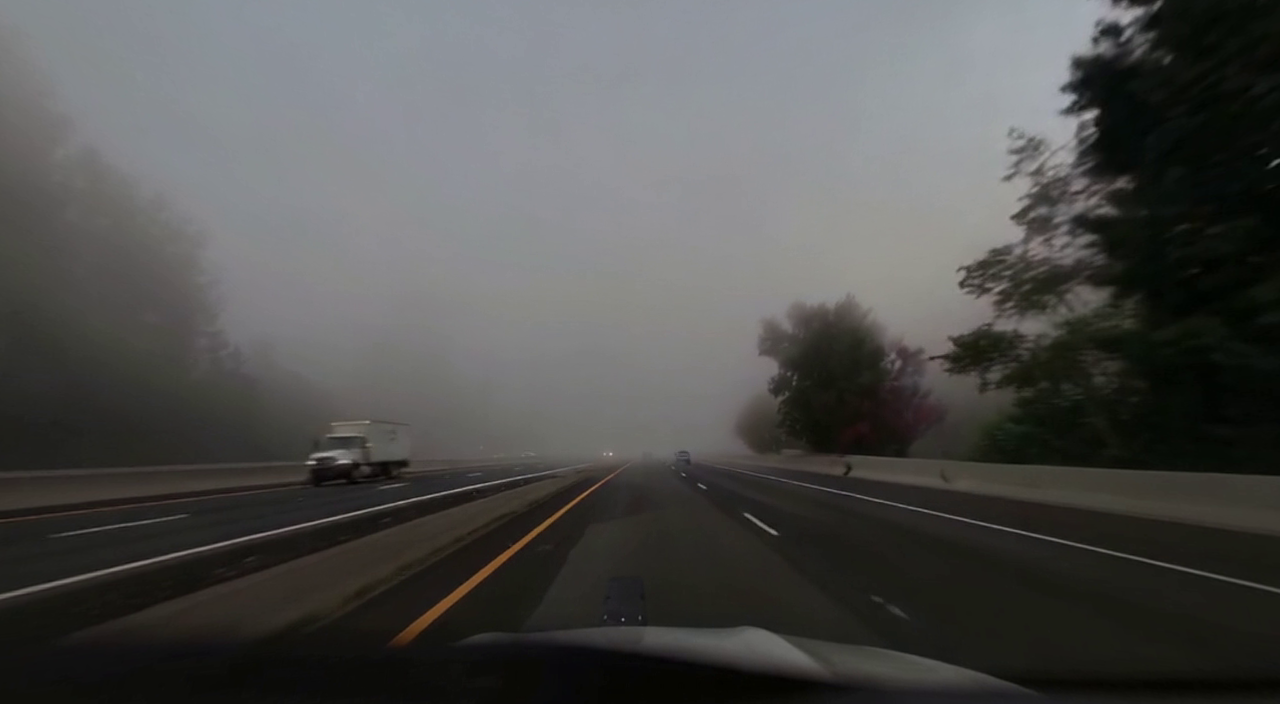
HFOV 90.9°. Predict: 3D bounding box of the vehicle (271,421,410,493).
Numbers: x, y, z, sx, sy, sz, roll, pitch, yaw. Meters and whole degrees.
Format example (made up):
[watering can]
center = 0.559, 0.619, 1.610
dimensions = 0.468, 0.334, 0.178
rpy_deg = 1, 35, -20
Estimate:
[vehicle]
center = -12.710, 4.538, 27.551
dimensions = 2.621, 2.749, 6.890
rpy_deg = 0, -9, 0
